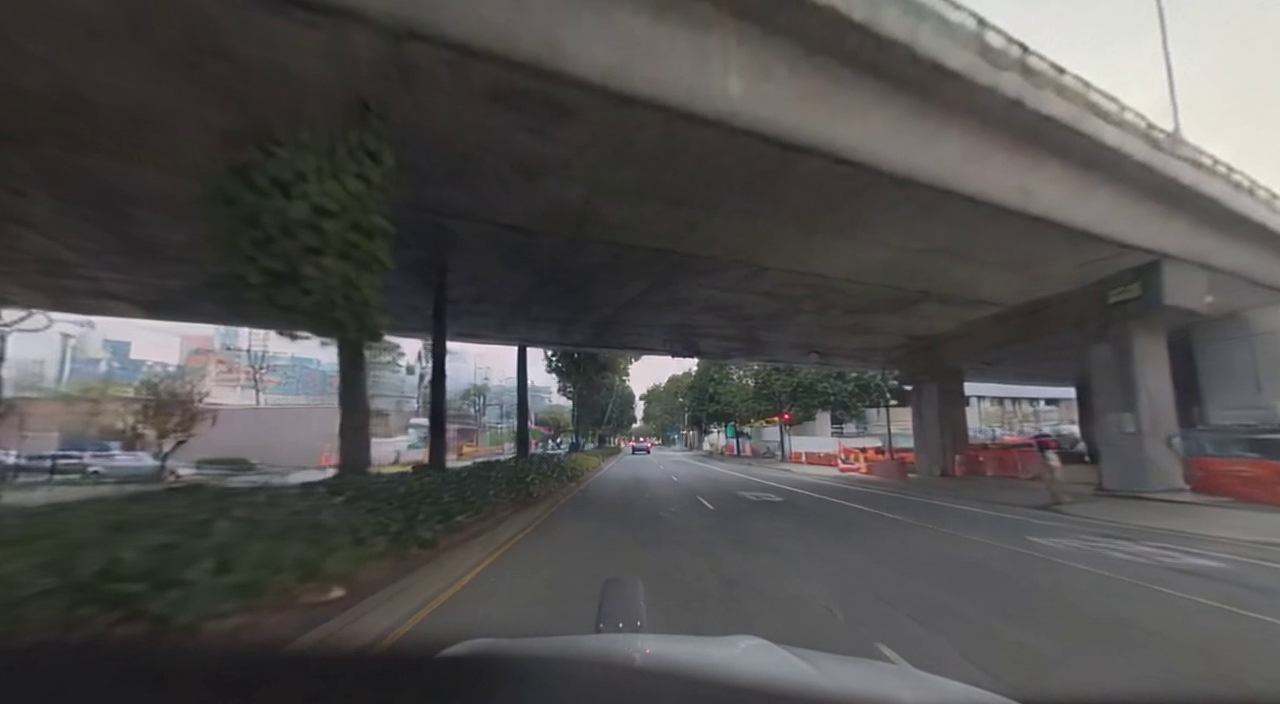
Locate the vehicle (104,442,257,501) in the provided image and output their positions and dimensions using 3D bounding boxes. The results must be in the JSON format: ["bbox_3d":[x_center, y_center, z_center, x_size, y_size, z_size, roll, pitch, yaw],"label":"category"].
[{"bbox_3d":[-15.859,4.104,22.364,2.613,1.746,6.093,3,-9,-19],"label":"vehicle"}]
